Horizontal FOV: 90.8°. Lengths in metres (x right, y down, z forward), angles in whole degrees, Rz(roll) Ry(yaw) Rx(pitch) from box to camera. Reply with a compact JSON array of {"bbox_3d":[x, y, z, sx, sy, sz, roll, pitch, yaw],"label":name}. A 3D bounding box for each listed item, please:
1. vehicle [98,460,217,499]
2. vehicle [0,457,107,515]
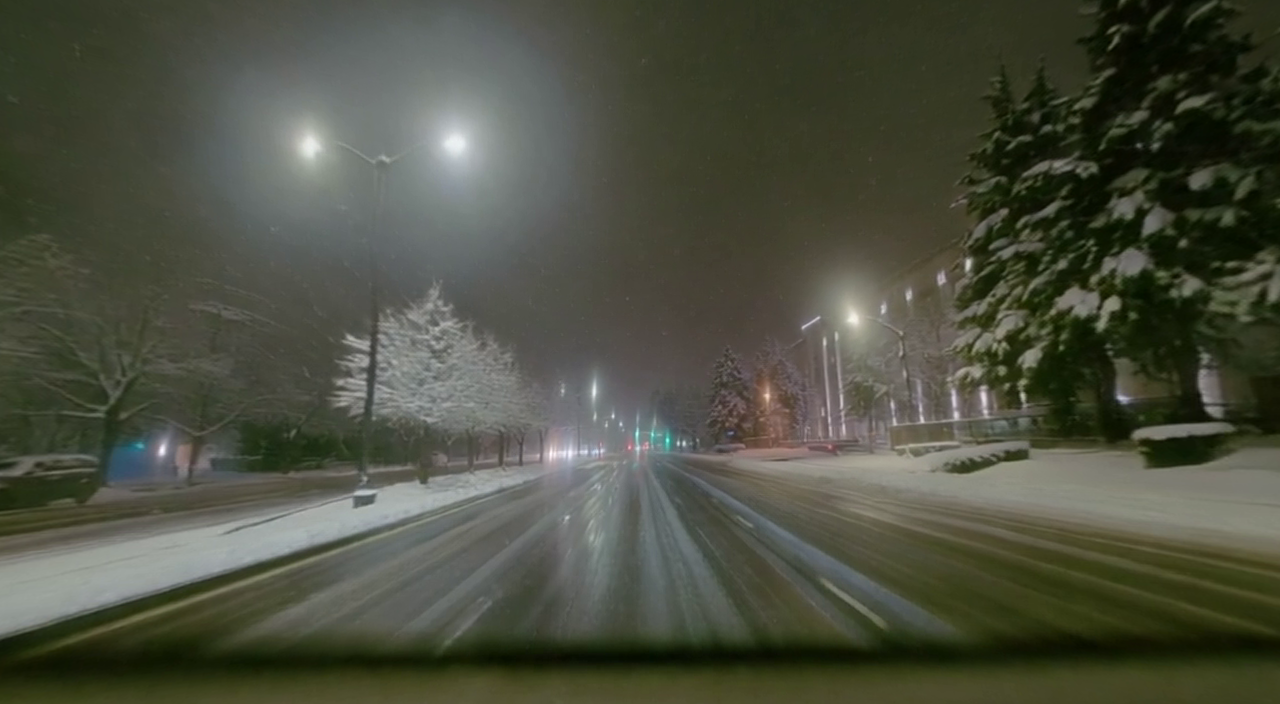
[{"bbox_3d":[-21.910,5.788,29.000,1.841,1.505,4.664,0,-8,-1],"label":"vehicle"},{"bbox_3d":[-22.084,4.696,22.497,2.043,1.816,4.776,0,-8,0],"label":"vehicle"}]
